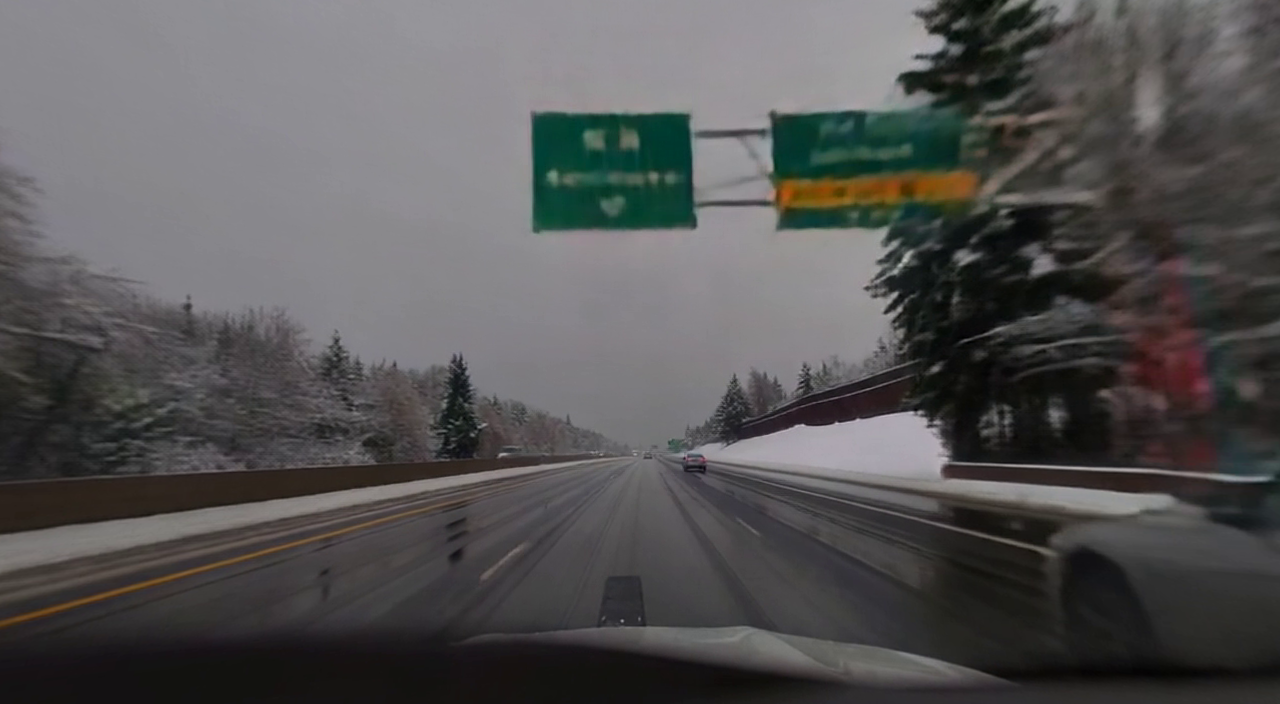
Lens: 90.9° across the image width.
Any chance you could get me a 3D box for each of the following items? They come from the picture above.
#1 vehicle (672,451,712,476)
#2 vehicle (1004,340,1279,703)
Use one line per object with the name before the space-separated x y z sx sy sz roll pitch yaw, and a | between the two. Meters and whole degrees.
vehicle | 3.095 6.750 38.335 2.065 1.400 4.028 0 -9 0
vehicle | 3.436 0.667 1.564 1.980 1.674 5.118 0 -9 0
